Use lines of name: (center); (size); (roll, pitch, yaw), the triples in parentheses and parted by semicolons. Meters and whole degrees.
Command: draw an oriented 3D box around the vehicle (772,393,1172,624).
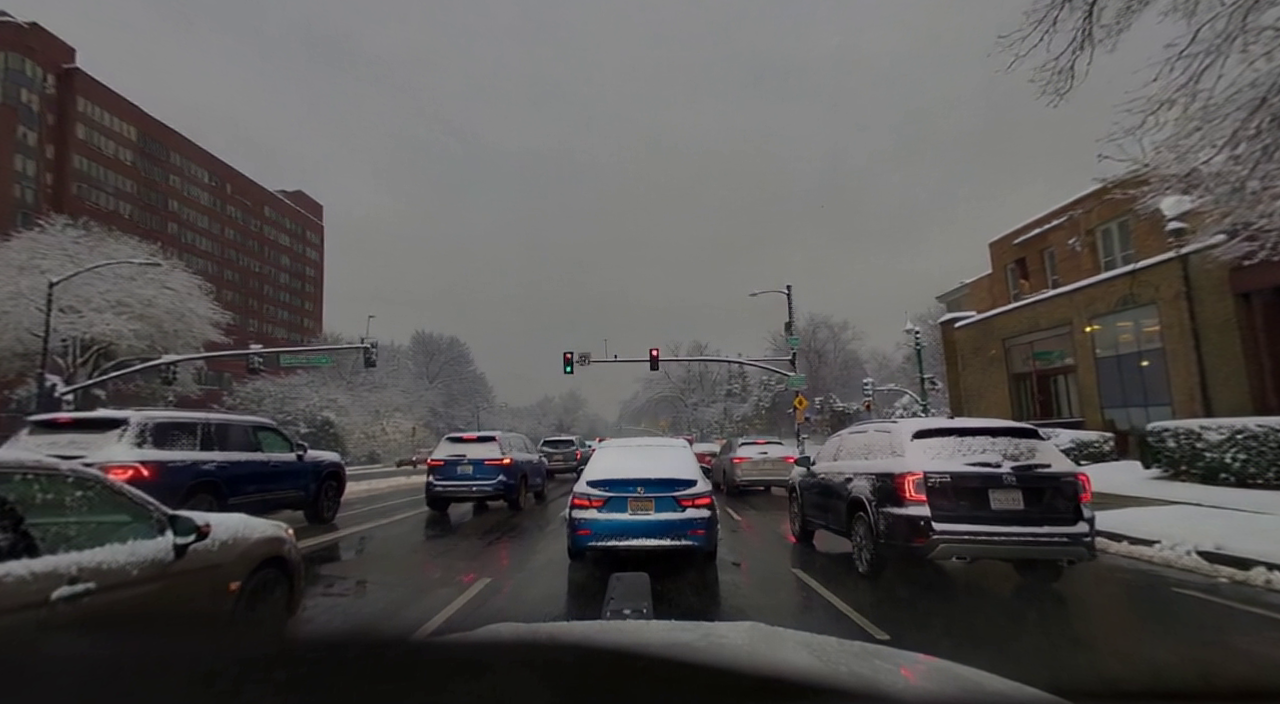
vehicle: (3.063, 1.552, 7.171); (2.108, 1.785, 4.334); (0, -9, -1)

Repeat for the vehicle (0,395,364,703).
vehicle: (-3.326, 0.981, 2.629); (2.144, 1.505, 4.635); (-1, -9, 2)

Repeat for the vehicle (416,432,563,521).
vehicle: (-3.233, 2.792, 14.711); (2.168, 1.719, 4.561); (-1, -9, 2)

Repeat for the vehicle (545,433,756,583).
vehicle: (0.088, 1.901, 8.480); (2.147, 1.507, 3.953); (0, -9, -1)
